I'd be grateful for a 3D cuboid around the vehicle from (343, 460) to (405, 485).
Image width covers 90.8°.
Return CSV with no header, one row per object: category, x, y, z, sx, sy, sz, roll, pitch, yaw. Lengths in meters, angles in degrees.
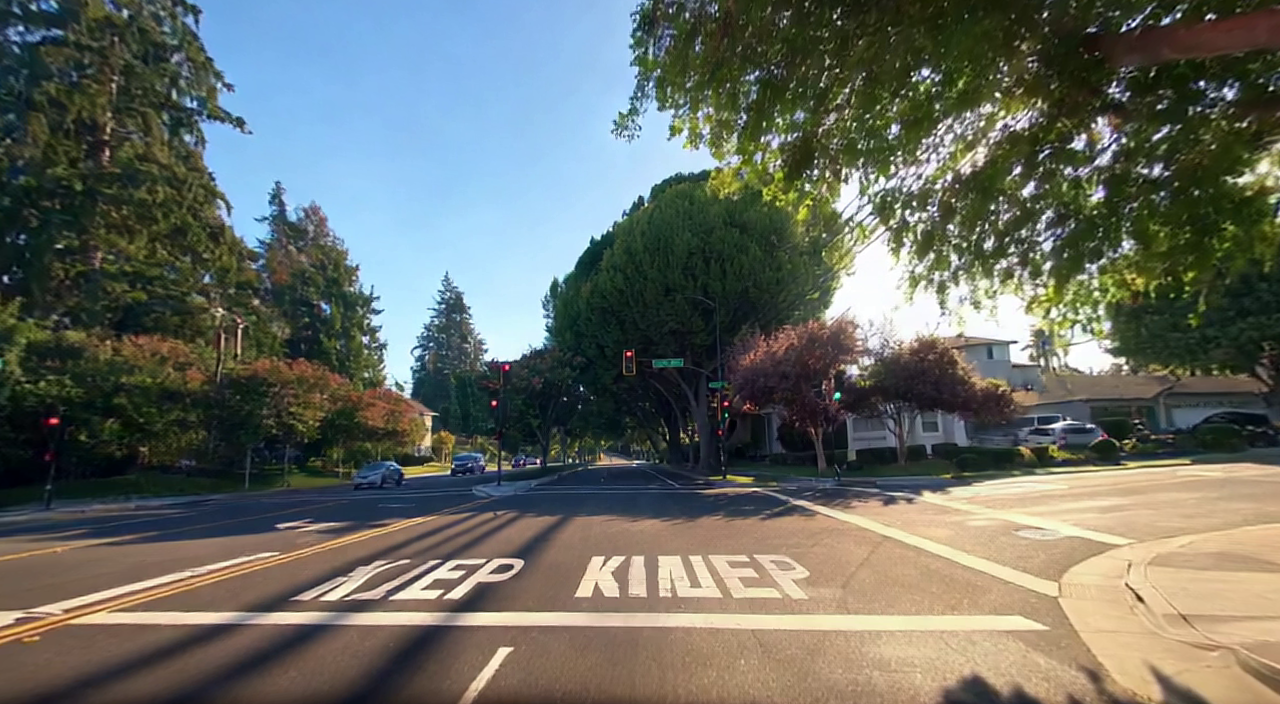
vehicle,-17.497,7.933,41.810,2.108,1.480,4.707,0,-9,-1
